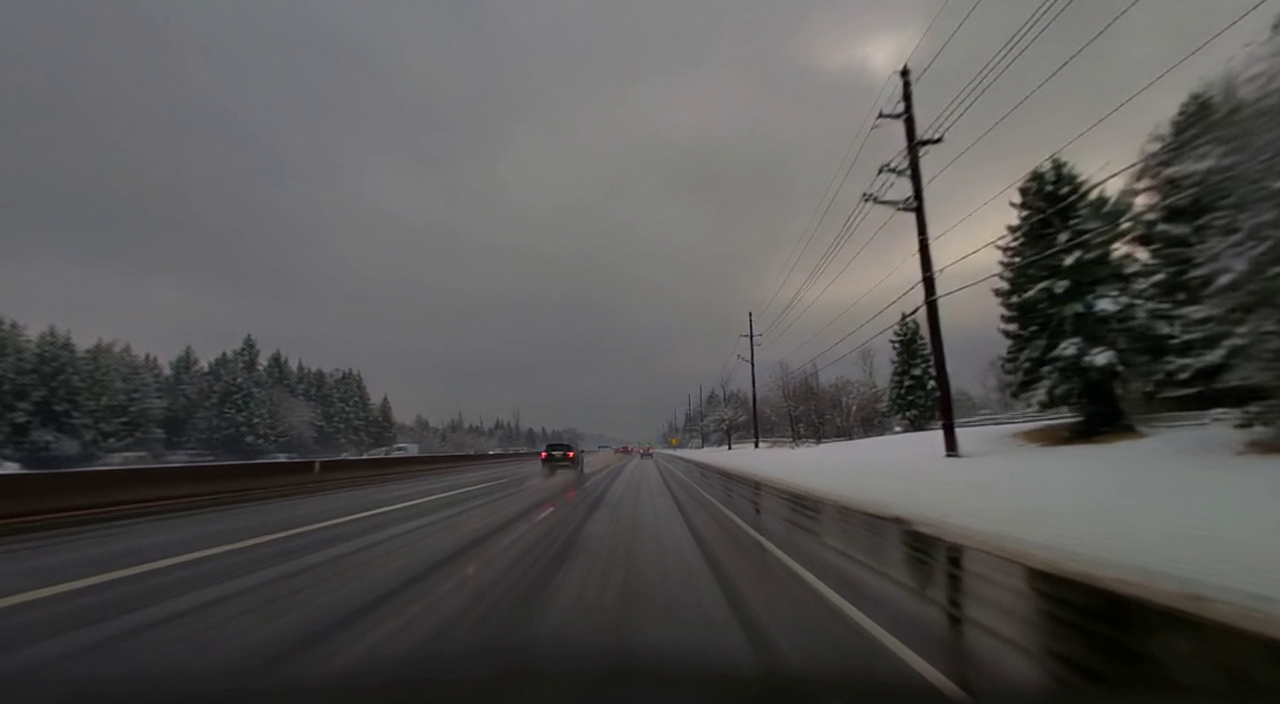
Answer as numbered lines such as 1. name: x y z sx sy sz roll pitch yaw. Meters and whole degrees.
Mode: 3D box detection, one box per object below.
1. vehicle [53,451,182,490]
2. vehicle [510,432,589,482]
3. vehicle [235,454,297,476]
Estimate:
1. vehicle: -24.590 5.553 29.923 1.969 1.643 4.768 0 -9 1
2. vehicle: -3.774 4.542 27.471 2.577 1.939 5.408 0 -9 1
3. vehicle: -28.387 8.570 47.981 1.901 1.511 4.551 0 -9 1
